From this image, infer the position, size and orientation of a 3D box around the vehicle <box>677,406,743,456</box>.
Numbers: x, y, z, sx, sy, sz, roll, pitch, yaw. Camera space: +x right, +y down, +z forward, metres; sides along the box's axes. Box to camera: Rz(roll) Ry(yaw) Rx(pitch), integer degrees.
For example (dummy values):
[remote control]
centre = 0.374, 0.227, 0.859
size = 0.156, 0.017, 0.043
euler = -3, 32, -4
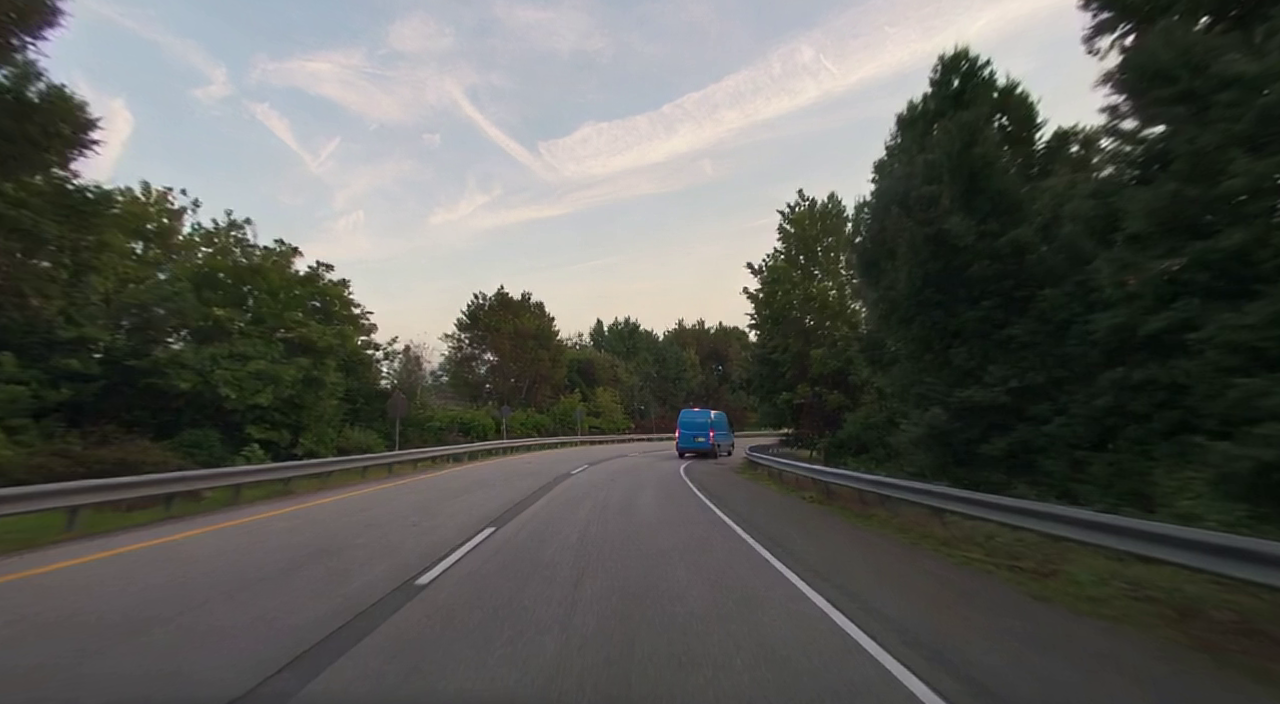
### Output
[vehicle]
centre = 4.082, 4.501, 35.882
size = 2.352, 2.577, 5.330
euler = -3, -8, 22
